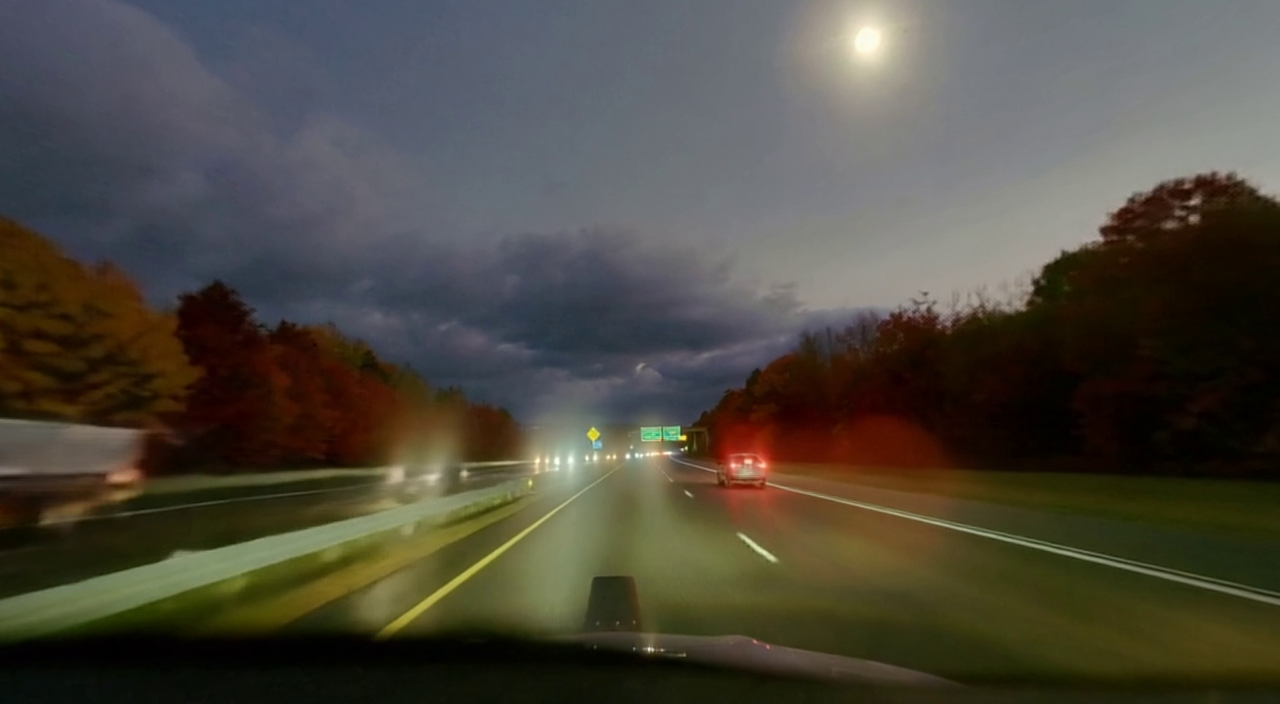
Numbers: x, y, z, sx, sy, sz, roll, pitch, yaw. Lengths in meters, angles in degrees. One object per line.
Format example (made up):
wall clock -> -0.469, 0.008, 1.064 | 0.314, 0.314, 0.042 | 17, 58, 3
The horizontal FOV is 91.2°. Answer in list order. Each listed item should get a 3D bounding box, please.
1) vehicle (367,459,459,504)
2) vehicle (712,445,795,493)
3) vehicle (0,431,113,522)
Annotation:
vehicle -> -8.629, 4.935, 24.283 | 1.911, 1.493, 4.427 | 0, -9, 0
vehicle -> 4.028, 4.238, 23.050 | 2.070, 1.546, 4.648 | 0, -9, -1
vehicle -> -12.981, 2.373, 11.921 | 1.988, 1.689, 4.482 | 0, -9, 0
